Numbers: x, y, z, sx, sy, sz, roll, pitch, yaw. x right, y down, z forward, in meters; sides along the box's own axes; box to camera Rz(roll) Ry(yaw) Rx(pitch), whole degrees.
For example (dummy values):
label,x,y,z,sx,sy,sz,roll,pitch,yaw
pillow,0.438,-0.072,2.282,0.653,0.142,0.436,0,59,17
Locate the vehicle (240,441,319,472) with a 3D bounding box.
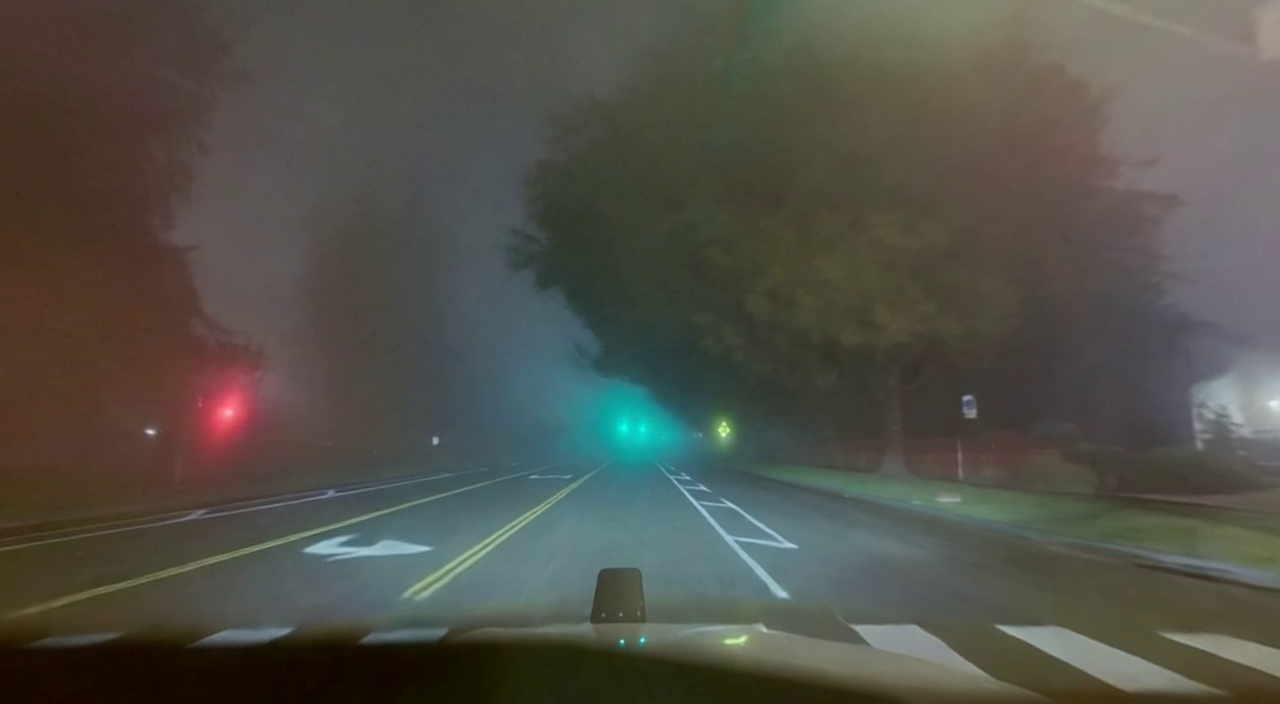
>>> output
label,x,y,z,sx,sy,sz,roll,pitch,yaw
vehicle,-23.490,6.826,41.508,2.192,1.901,5.889,1,-9,-6
